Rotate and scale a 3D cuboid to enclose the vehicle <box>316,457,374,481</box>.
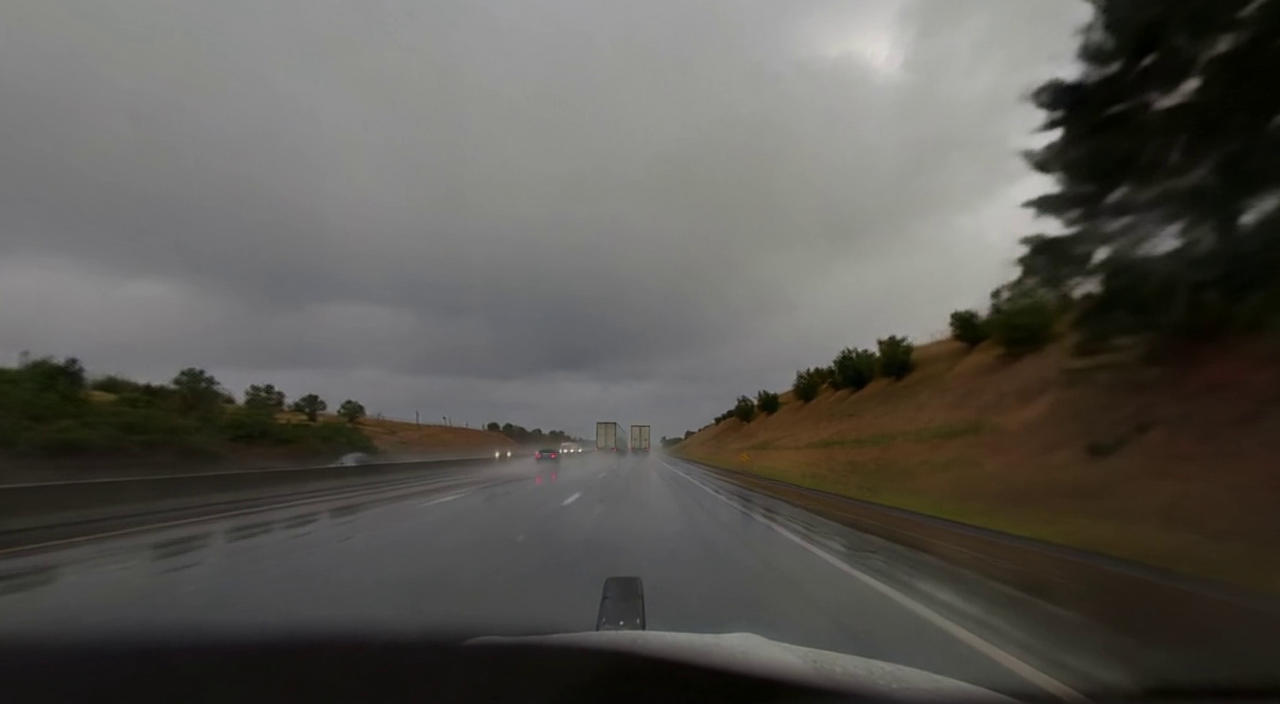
[{"bbox_3d":[-19.126,7.576,41.119,1.765,1.433,4.150,0,-9,0],"label":"vehicle"}]

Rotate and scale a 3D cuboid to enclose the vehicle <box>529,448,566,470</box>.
[{"bbox_3d":[-6.648,7.779,45.909,2.091,1.527,4.455,0,-9,-1],"label":"vehicle"}]
